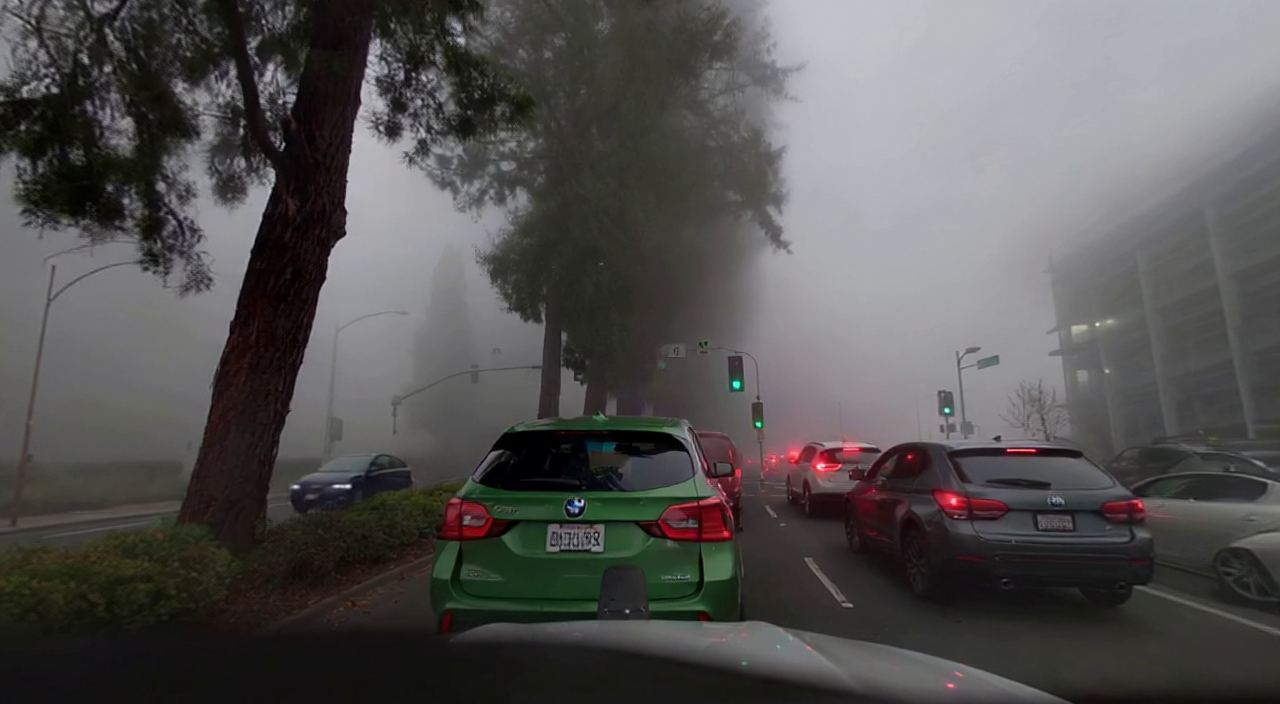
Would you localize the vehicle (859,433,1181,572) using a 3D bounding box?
[{"bbox_3d":[4.910,1.972,9.156,1.963,1.480,4.553,0,-8,2],"label":"vehicle"}]

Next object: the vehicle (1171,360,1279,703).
[{"bbox_3d":[4.053,0.614,1.105,1.993,1.719,4.953,0,-8,2],"label":"vehicle"}]

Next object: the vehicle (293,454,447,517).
[{"bbox_3d":[-7.535,3.742,18.289,2.163,1.500,4.753,-1,-8,3],"label":"vehicle"}]

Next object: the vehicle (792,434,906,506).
[{"bbox_3d":[5.343,3.034,16.701,1.994,1.638,4.100,-1,-8,6],"label":"vehicle"}]

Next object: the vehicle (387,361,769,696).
[{"bbox_3d":[-0.201,1.237,5.555,2.021,1.742,4.295,-1,-8,4],"label":"vehicle"}]
